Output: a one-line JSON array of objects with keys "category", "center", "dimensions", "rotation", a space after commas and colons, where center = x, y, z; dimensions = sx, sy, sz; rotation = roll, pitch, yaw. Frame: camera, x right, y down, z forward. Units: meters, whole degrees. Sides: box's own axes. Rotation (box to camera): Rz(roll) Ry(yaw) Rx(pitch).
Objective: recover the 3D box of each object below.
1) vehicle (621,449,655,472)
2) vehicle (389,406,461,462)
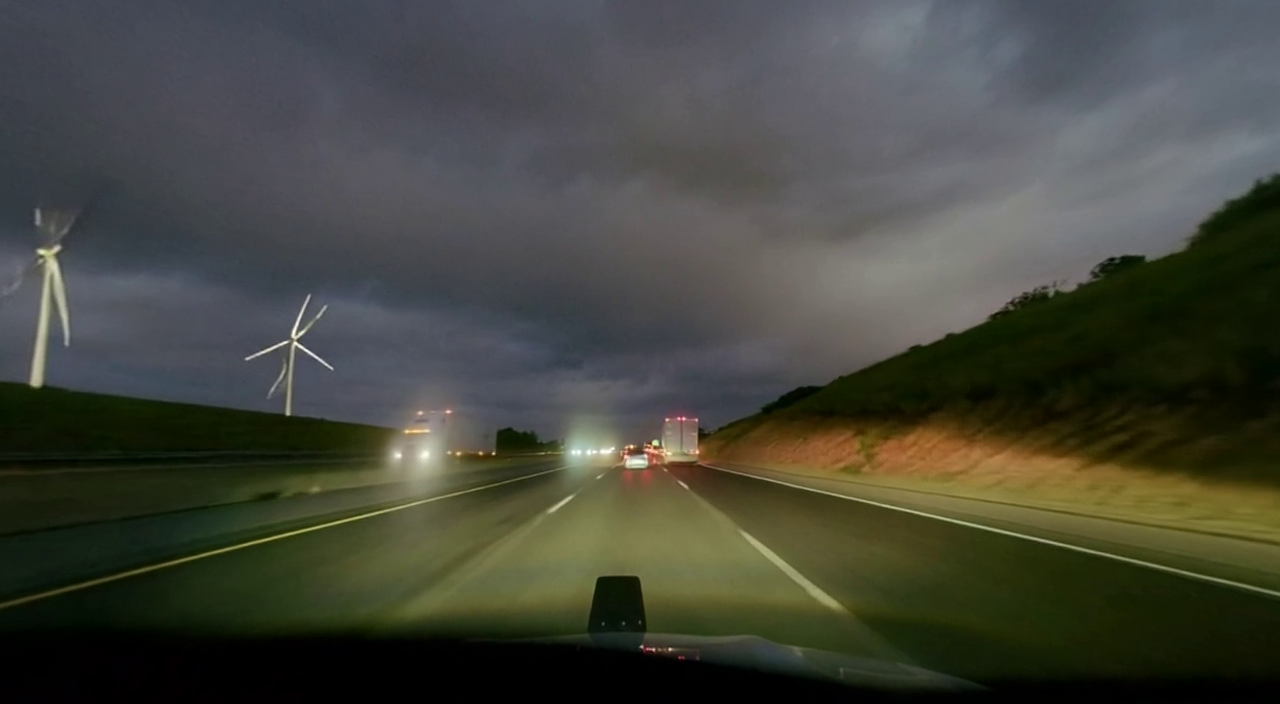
[{"category": "vehicle", "center": [-0.144, 7.307, 42.589], "dimensions": [2.209, 1.453, 3.695], "rotation": [0, -9, 0]}, {"category": "vehicle", "center": [-15.734, 6.130, 46.568], "dimensions": [3.185, 3.867, 5.948], "rotation": [0, -9, -1]}]
